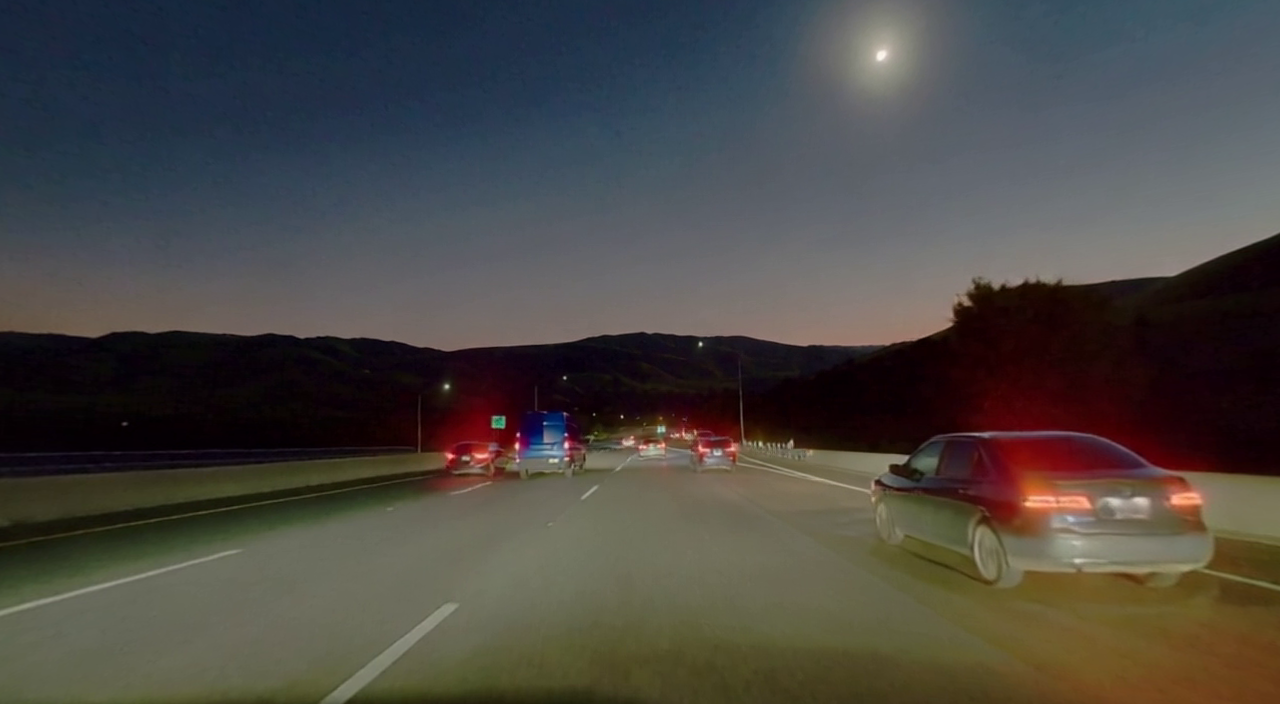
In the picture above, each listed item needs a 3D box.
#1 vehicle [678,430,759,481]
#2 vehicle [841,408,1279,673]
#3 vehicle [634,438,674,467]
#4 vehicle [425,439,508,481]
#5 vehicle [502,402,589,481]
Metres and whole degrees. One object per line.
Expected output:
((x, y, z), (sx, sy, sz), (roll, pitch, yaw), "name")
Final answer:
((2.752, 3.756, 23.174), (2.270, 1.660, 4.101), (0, -8, -3), "vehicle")
((3.669, 1.387, 5.853), (2.050, 1.491, 4.362), (0, -8, -2), "vehicle")
((0.716, 5.453, 34.421), (2.054, 1.504, 3.890), (0, -8, 0), "vehicle")
((-6.716, 4.196, 24.891), (1.964, 1.487, 4.417), (0, -8, 1), "vehicle")
((-3.425, 3.446, 24.317), (2.396, 2.664, 5.735), (0, -8, 1), "vehicle")
